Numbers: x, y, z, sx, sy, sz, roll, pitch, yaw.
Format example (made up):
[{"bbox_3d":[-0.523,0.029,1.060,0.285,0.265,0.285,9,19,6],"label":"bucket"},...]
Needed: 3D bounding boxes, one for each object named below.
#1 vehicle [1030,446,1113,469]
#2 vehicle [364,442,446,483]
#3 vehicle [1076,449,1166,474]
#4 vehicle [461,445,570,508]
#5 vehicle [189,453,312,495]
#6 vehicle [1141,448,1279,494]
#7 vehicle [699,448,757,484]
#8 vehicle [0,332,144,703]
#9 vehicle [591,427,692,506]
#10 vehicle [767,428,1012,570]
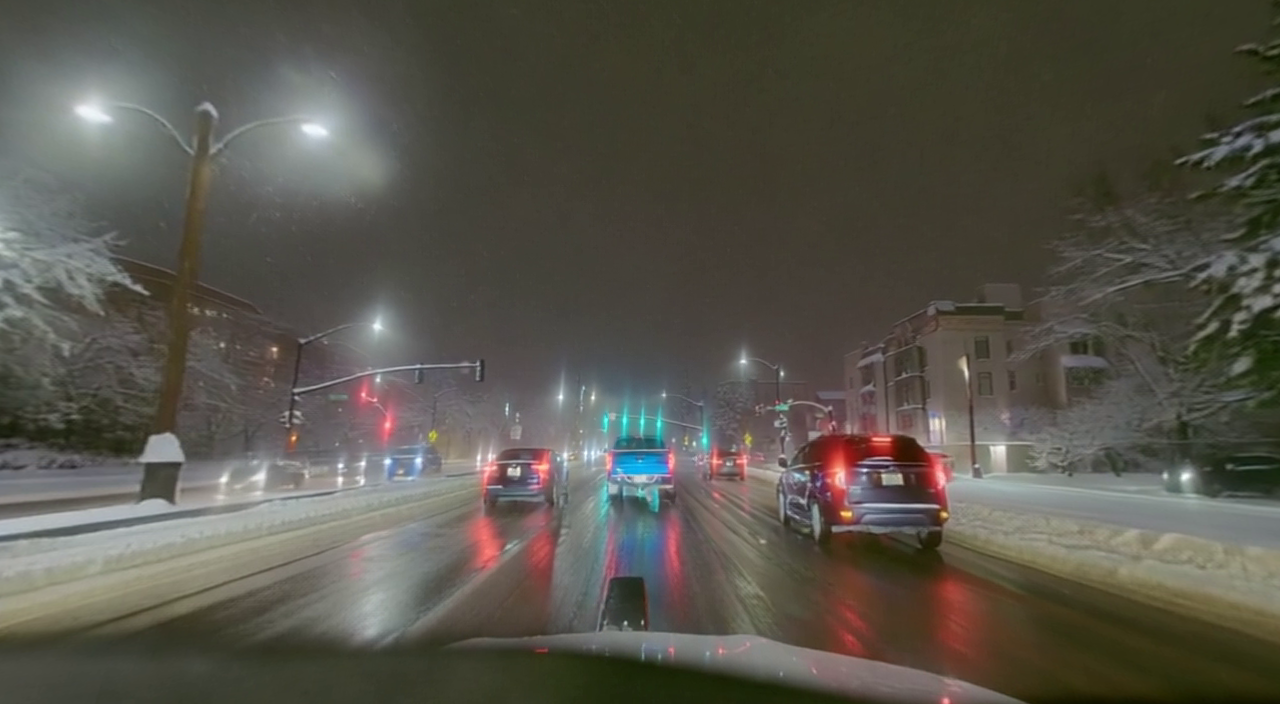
[{"bbox_3d":[32.387,7.951,47.403,4.631,1.658,1.900,-2,-9,10],"label":"vehicle"},{"bbox_3d":[-11.648,5.485,31.638,2.150,1.838,4.981,0,-8,0],"label":"vehicle"},{"bbox_3d":[32.054,7.295,42.099,4.345,1.437,1.896,-2,-8,4],"label":"vehicle"},{"bbox_3d":[-3.222,3.298,17.300,1.986,1.465,4.509,0,-8,1],"label":"vehicle"},{"bbox_3d":[-15.283,4.771,25.103,1.932,1.449,4.545,0,-8,1],"label":"vehicle"},{"bbox_3d":[22.257,4.382,23.648,2.003,1.515,4.939,3,-9,-22],"label":"vehicle"},{"bbox_3d":[3.935,5.137,28.853,1.968,1.472,4.456,0,-8,0],"label":"vehicle"},{"bbox_3d":[-3.576,0.559,0.824,1.994,1.759,4.709,0,-8,0],"label":"vehicle"},{"bbox_3d":[0.036,3.191,18.072,2.493,1.934,4.957,0,-8,0],"label":"vehicle"},{"bbox_3d":[3.318,2.014,9.444,1.955,1.628,4.152,0,-8,0],"label":"vehicle"}]
